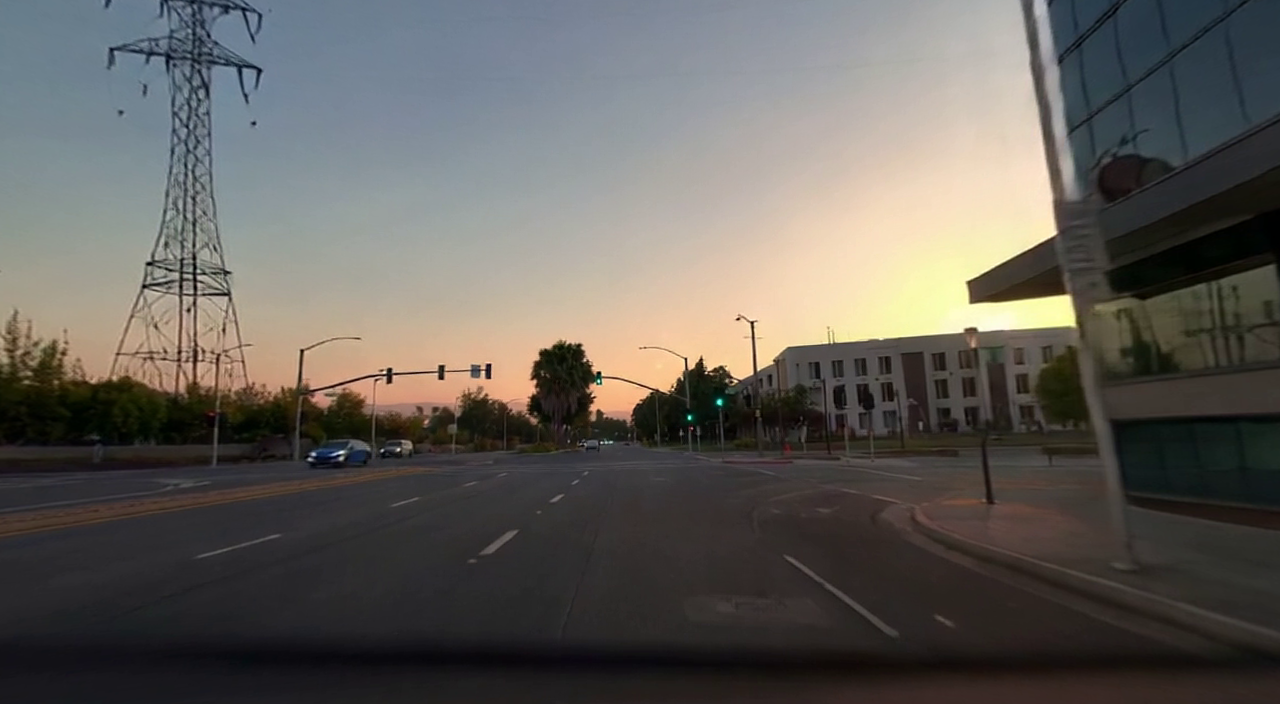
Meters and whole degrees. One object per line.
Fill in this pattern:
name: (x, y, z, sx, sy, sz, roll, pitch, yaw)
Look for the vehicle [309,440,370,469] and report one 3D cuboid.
vehicle: (-20.960, 7.160, 44.307, 2.097, 1.858, 4.601, 0, -9, -2)
